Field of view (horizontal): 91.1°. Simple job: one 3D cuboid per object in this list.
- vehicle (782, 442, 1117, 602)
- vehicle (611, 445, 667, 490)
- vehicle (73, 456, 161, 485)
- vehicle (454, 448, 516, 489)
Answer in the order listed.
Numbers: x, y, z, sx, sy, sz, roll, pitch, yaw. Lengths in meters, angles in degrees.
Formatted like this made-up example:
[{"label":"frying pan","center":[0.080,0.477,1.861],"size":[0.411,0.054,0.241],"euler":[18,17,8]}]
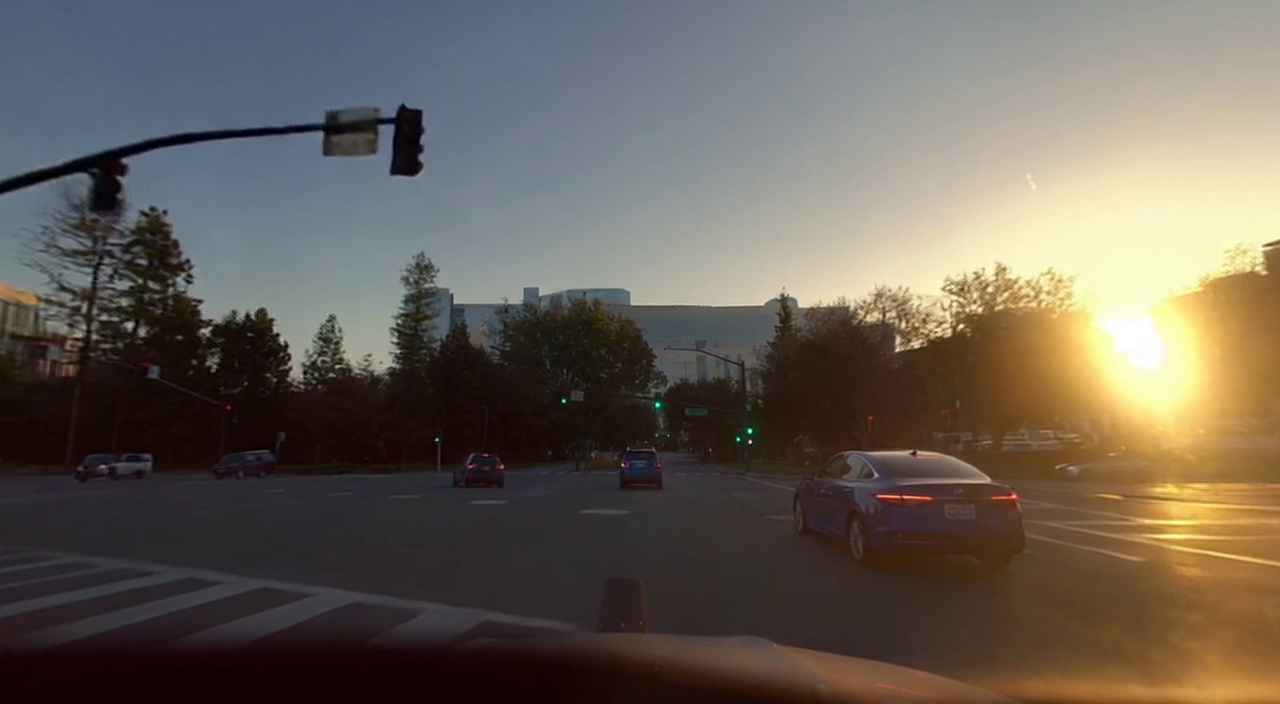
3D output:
[{"label":"vehicle","center":[3.407,1.931,8.178],"size":[2.056,1.468,4.520],"euler":[0,-9,0]},{"label":"vehicle","center":[-0.044,4.669,25.717],"size":[2.108,1.654,4.235],"euler":[0,-9,0]},{"label":"vehicle","center":[-31.487,7.091,37.817],"size":[4.422,1.605,1.955],"euler":[-3,-9,20]},{"label":"vehicle","center":[-6.985,5.142,28.068],"size":[1.987,1.633,4.005],"euler":[4,-9,-23]}]
